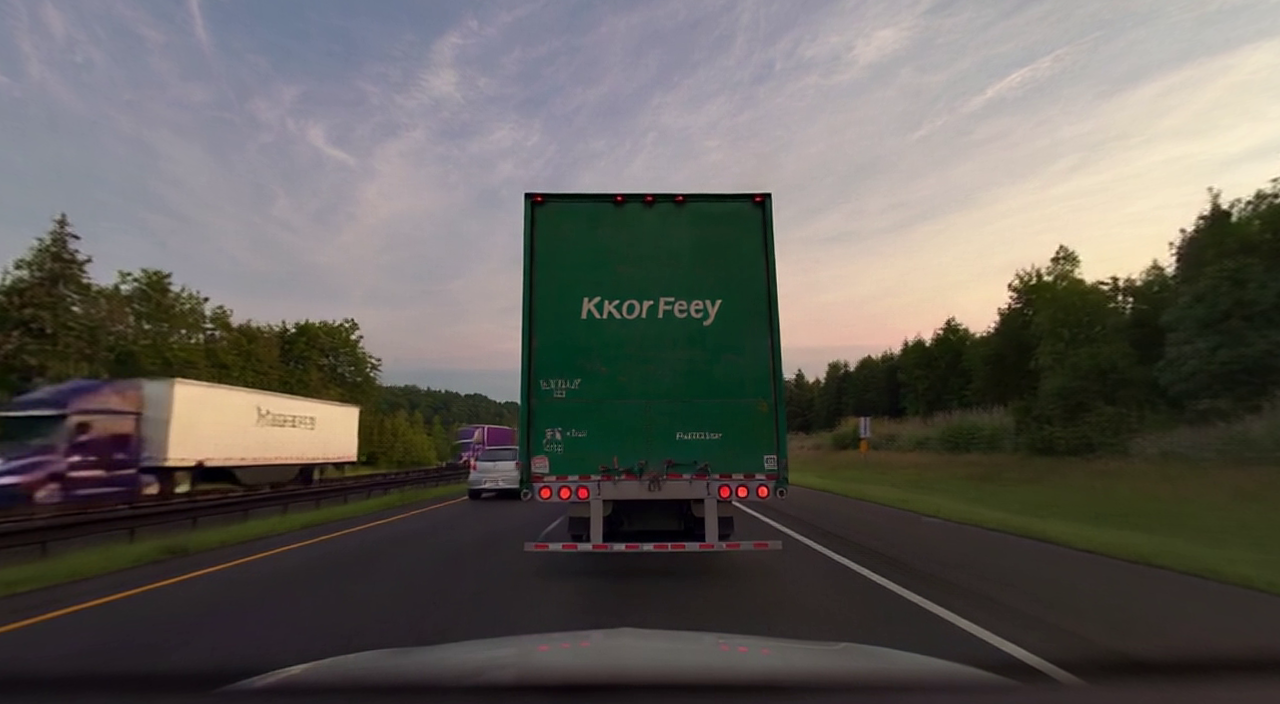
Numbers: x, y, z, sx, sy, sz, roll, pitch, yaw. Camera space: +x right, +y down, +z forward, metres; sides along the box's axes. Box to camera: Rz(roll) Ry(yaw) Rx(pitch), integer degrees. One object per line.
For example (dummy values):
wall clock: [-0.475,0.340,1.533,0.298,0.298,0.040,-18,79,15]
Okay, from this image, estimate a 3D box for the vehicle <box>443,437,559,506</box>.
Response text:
vehicle: [-3.535,3.138,16.968,2.095,1.600,4.247,0,-9,1]

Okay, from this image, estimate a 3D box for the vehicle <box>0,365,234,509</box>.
vehicle: [-16.771,2.797,20.367,3.034,3.940,5.969,0,-9,0]

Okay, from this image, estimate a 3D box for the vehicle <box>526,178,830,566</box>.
vehicle: [0.390,1.244,14.156,3.230,4.377,14.405,0,-9,0]
